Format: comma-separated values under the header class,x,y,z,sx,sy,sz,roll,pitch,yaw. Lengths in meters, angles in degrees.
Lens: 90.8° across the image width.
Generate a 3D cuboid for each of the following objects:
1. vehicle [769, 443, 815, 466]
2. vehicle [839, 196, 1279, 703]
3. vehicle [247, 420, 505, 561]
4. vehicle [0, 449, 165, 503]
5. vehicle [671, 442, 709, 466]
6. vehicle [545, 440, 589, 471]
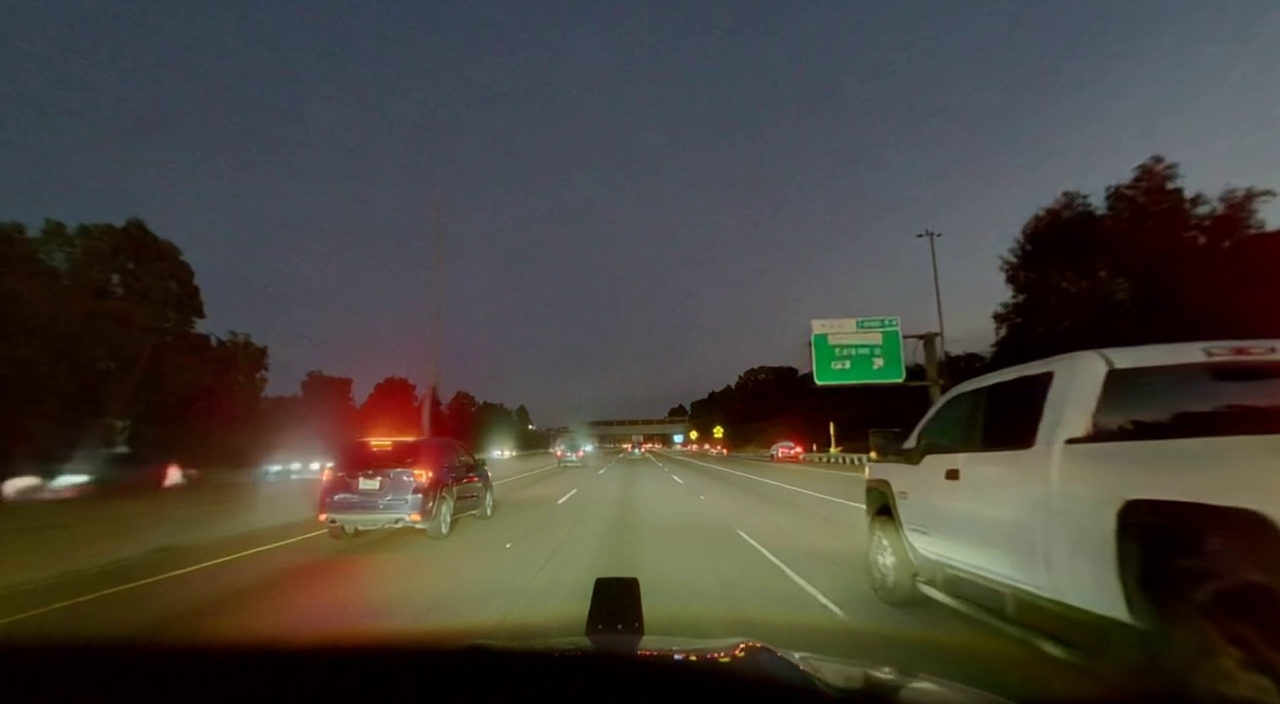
class,x,y,z,sx,sy,sz,roll,pitch,yaw
vehicle,9.693,6.548,40.592,1.910,1.384,3.867,0,-8,-1
vehicle,2.768,0.633,2.308,2.200,1.870,5.649,0,-8,0
vehicle,-3.611,1.974,9.763,2.119,1.654,4.353,0,-8,0
vehicle,-18.950,4.104,21.432,2.069,1.561,4.661,0,-8,-1
vehicle,3.169,6.628,41.134,2.007,1.469,4.337,0,-8,-2
vehicle,-4.028,5.774,35.411,1.992,1.651,4.185,0,-8,0
